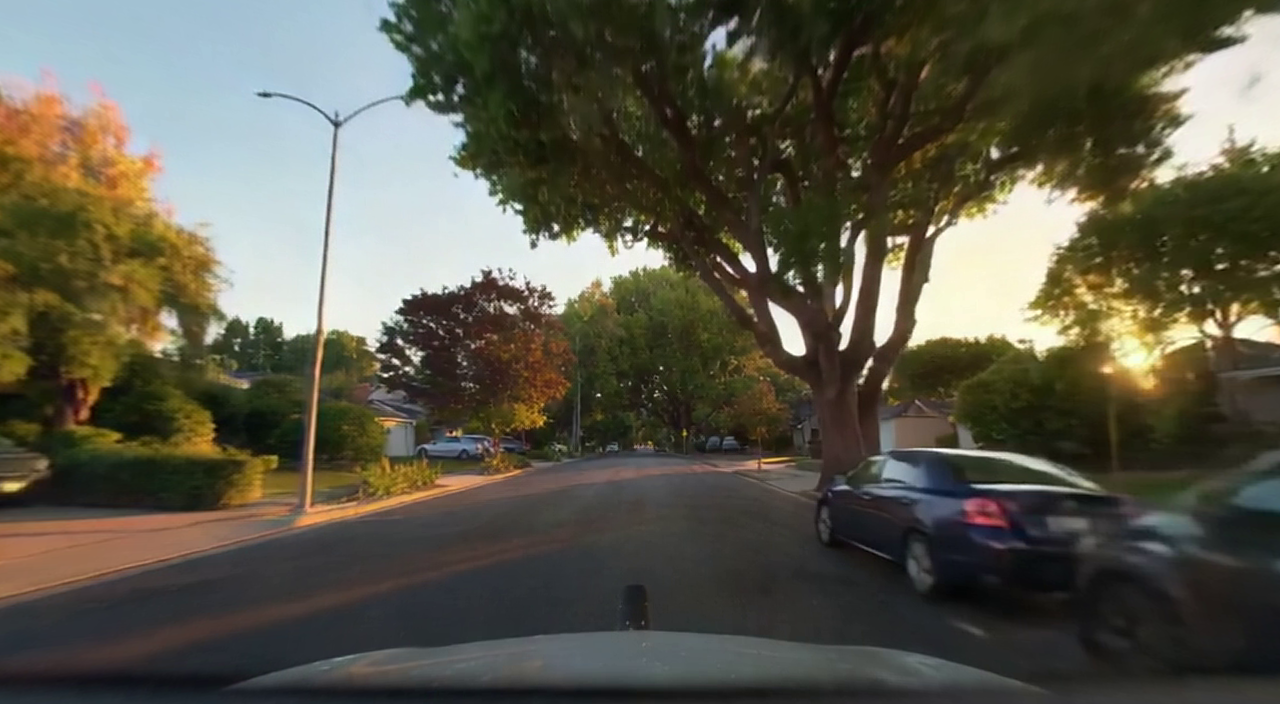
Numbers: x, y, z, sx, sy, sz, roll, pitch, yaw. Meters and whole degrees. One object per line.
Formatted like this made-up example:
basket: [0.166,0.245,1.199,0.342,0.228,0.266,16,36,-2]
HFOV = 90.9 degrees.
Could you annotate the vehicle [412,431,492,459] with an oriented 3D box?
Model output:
vehicle: [-13.037,6.490,44.010,4.796,1.864,2.328,-1,-8,2]

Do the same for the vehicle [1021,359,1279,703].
vehicle: [3.476,0.799,1.647,2.046,1.760,4.570,0,-8,0]
